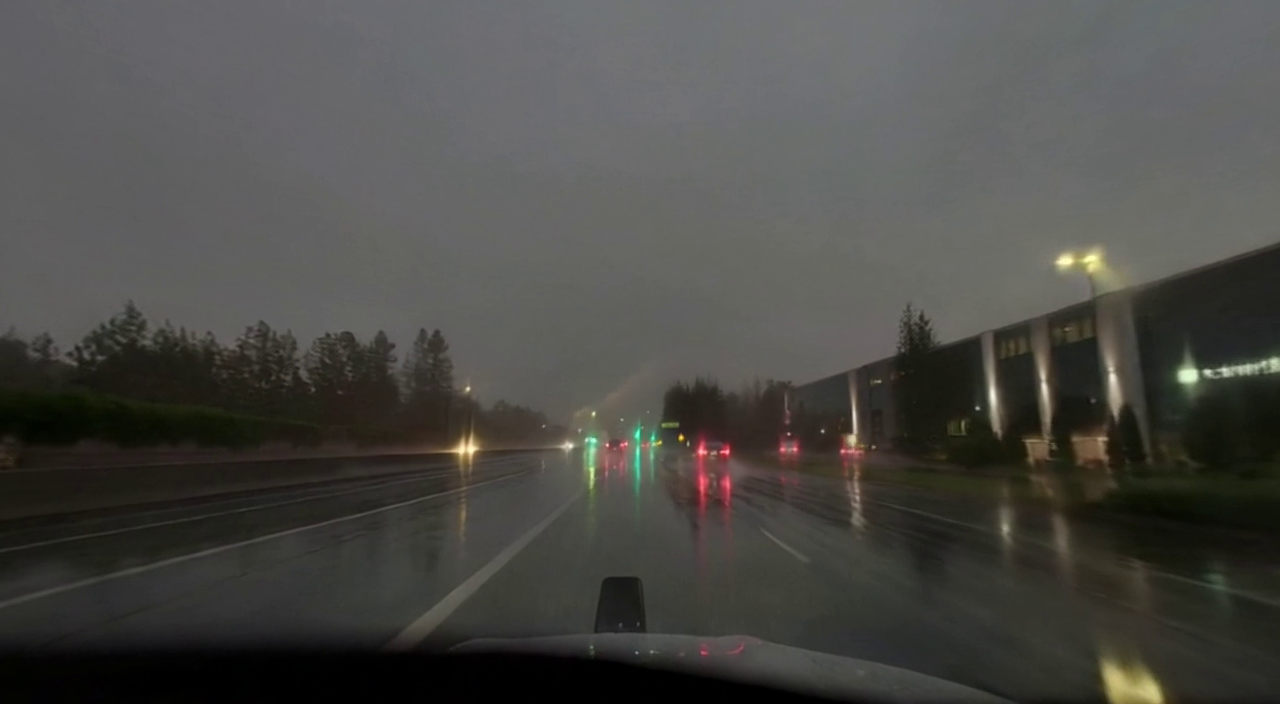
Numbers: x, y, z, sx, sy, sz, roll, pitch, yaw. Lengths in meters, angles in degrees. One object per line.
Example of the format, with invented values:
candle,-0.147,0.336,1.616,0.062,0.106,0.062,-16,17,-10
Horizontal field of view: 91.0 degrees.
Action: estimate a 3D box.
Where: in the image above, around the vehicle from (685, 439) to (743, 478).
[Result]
vehicle,3.198,4.723,28.176,2.085,1.594,4.848,0,-9,0
